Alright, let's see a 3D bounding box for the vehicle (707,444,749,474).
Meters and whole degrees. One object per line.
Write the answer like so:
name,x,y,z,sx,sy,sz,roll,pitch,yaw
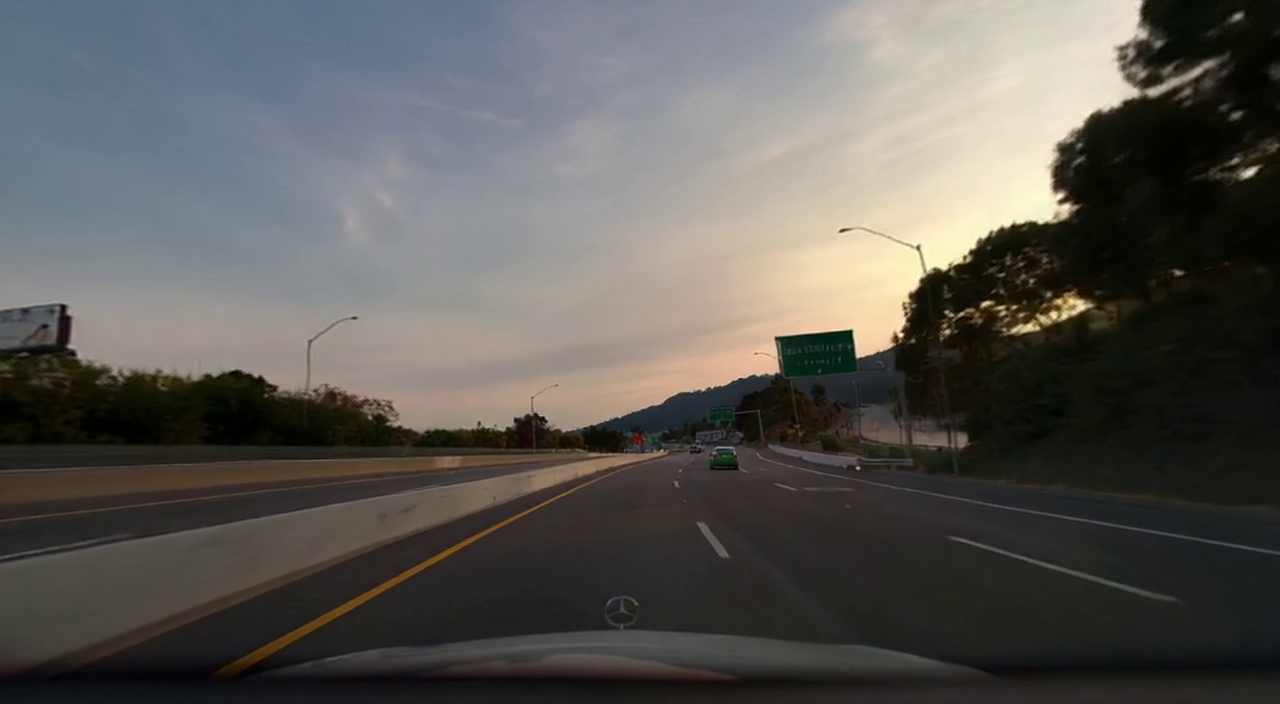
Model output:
vehicle,4.739,5.818,34.623,1.874,1.506,4.116,-1,-9,2
